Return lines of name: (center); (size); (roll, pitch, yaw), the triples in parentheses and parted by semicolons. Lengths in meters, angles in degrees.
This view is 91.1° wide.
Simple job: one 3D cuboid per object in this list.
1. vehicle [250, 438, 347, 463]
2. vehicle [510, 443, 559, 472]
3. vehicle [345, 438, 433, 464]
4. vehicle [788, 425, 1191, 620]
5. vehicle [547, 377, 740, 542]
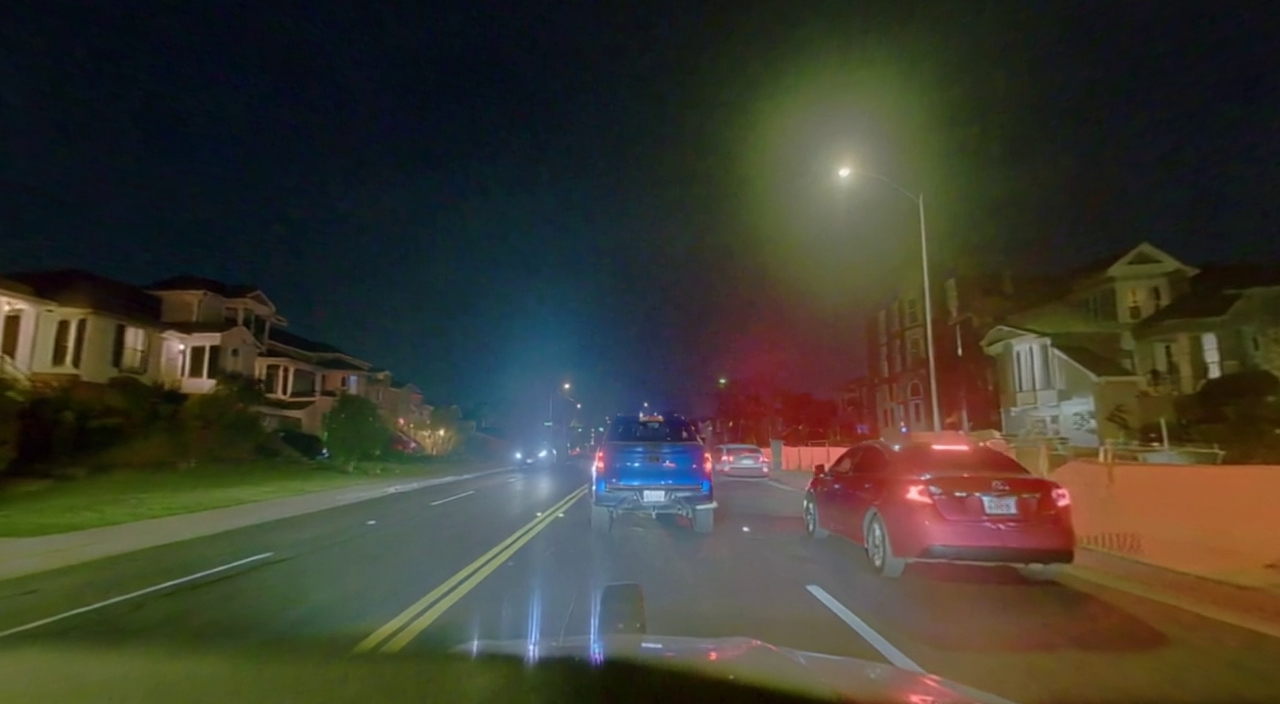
vehicle: (-20.321, 5.878, 37.446); (4.706, 1.468, 1.817); (-1, -8, 3)
vehicle: (-5.940, 5.970, 35.880); (1.953, 1.528, 4.492); (0, -8, 1)
vehicle: (-15.012, 5.945, 37.739); (4.490, 1.500, 1.875); (0, -8, -2)
vehicle: (3.257, 1.659, 7.182); (2.010, 1.499, 4.481); (0, -8, 0)
vehicle: (0.083, 2.005, 12.270); (2.751, 2.361, 6.347); (0, -8, 1)
